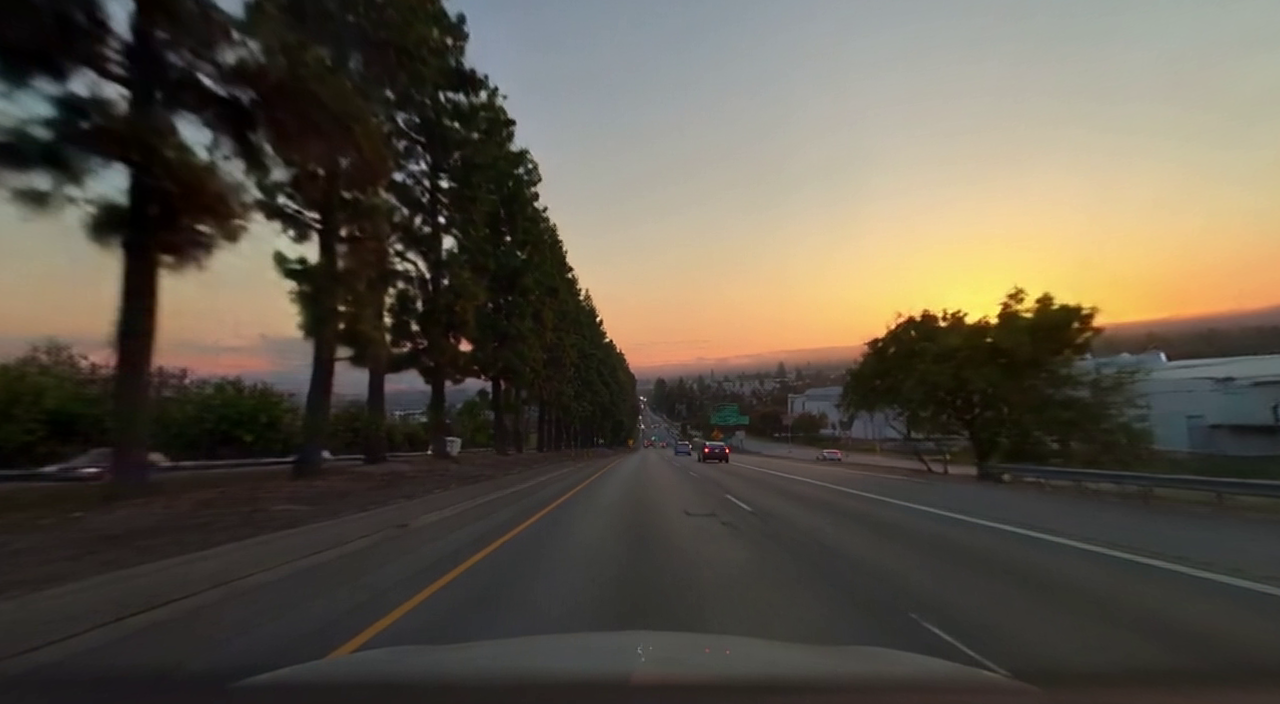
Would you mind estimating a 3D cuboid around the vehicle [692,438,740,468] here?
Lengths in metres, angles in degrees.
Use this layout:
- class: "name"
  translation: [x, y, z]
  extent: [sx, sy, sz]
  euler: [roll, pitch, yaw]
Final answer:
- class: "vehicle"
  translation: [4.085, 5.476, 34.401]
  extent: [2.062, 1.518, 4.026]
  euler: [0, -8, -1]

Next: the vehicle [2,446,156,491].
- class: "vehicle"
  translation: [-24.173, 4.988, 27.499]
  extent: [2.027, 1.763, 5.013]
  euler: [0, -8, 1]
